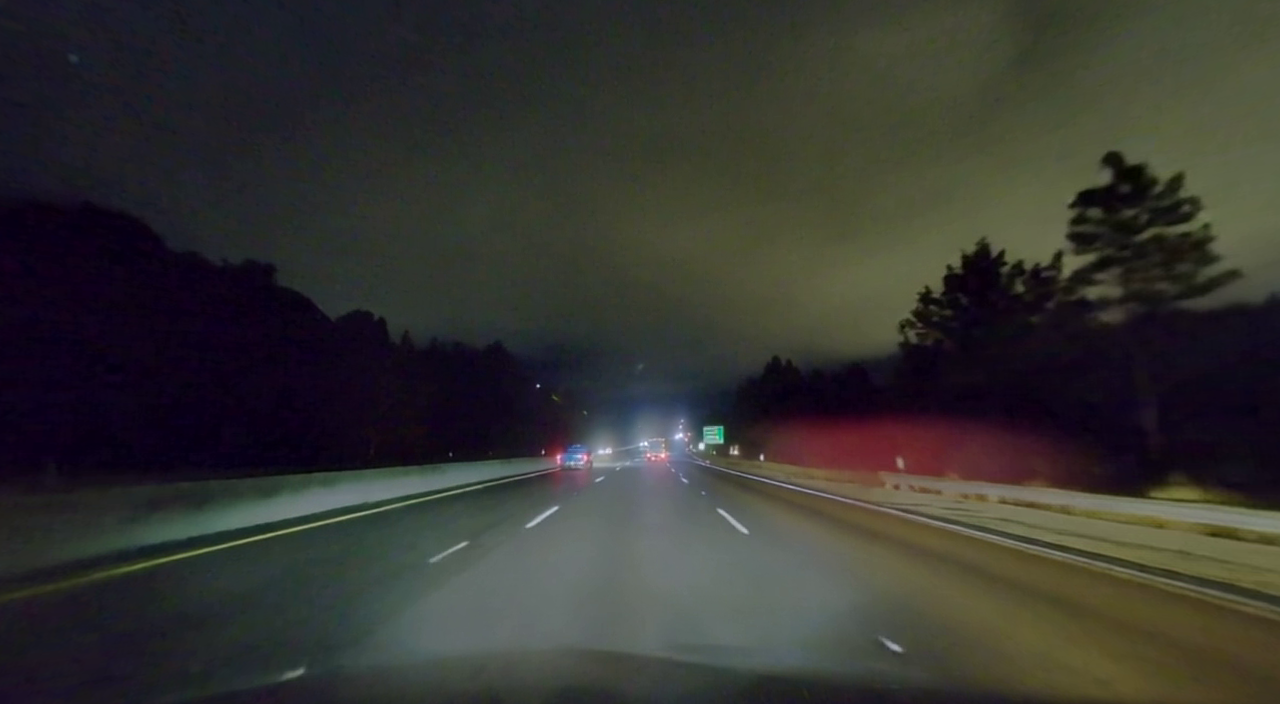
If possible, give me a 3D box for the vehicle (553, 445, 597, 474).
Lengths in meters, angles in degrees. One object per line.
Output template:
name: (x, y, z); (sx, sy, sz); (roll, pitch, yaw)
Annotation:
vehicle: (-3.832, 6.373, 37.674); (2.035, 1.595, 4.022); (0, -9, 2)
